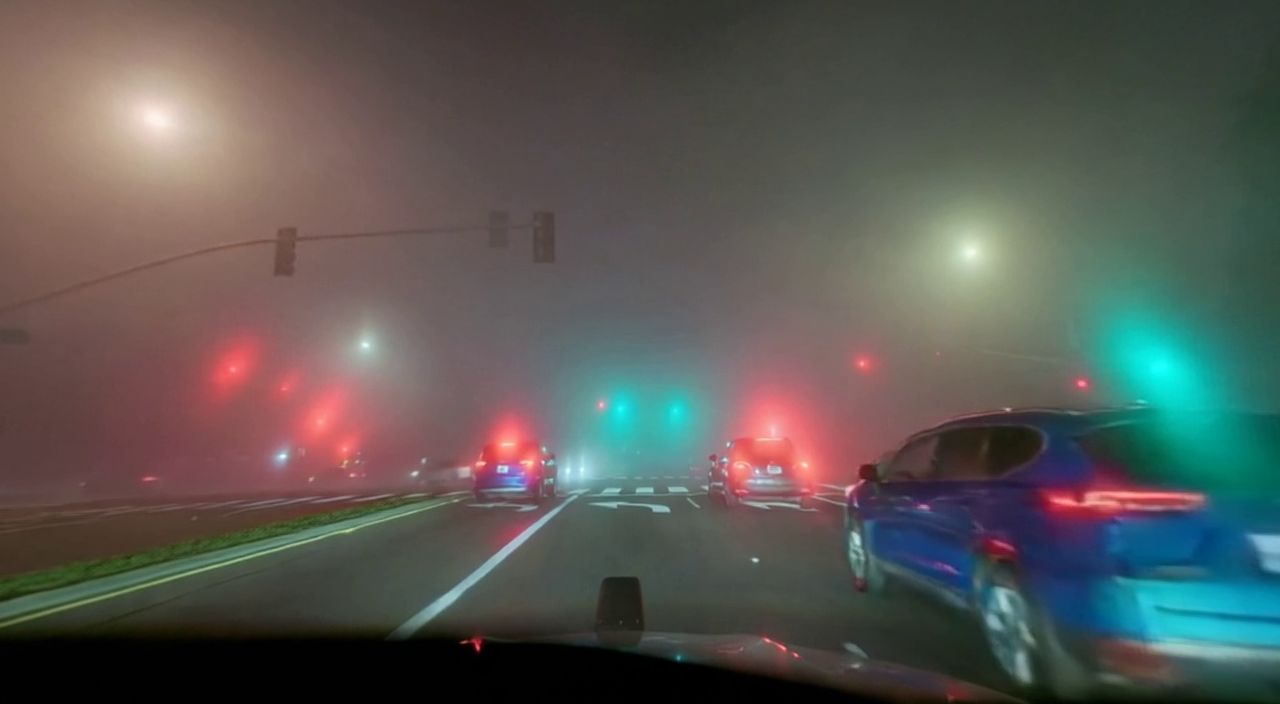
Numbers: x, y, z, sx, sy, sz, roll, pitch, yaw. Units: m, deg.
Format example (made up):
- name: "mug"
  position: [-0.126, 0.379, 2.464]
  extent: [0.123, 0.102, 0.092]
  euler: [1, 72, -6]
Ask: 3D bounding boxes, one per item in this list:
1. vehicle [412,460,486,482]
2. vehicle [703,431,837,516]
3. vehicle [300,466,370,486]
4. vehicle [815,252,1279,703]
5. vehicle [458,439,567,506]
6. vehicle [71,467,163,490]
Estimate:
- name: "vehicle"
  position: [-13.973, 8.708, 46.307]
  extent: [4.825, 1.483, 1.817]
  euler: [0, -9, -2]
- name: "vehicle"
  position: [2.816, 2.773, 14.913]
  extent: [2.099, 1.671, 4.491]
  euler: [0, -9, -1]
- name: "vehicle"
  position: [-23.550, 9.565, 48.844]
  extent: [4.461, 1.469, 1.788]
  euler: [0, -9, -2]
- name: "vehicle"
  position: [2.923, 0.895, 3.840]
  extent: [2.247, 1.738, 4.818]
  euler: [0, -9, -1]
- name: "vehicle"
  position: [-3.125, 3.041, 16.336]
  extent: [1.969, 1.513, 3.773]
  euler: [0, -9, 1]
- name: "vehicle"
  position: [-37.373, 9.054, 45.196]
  extent: [4.817, 1.482, 1.829]
  euler: [0, -9, -2]
